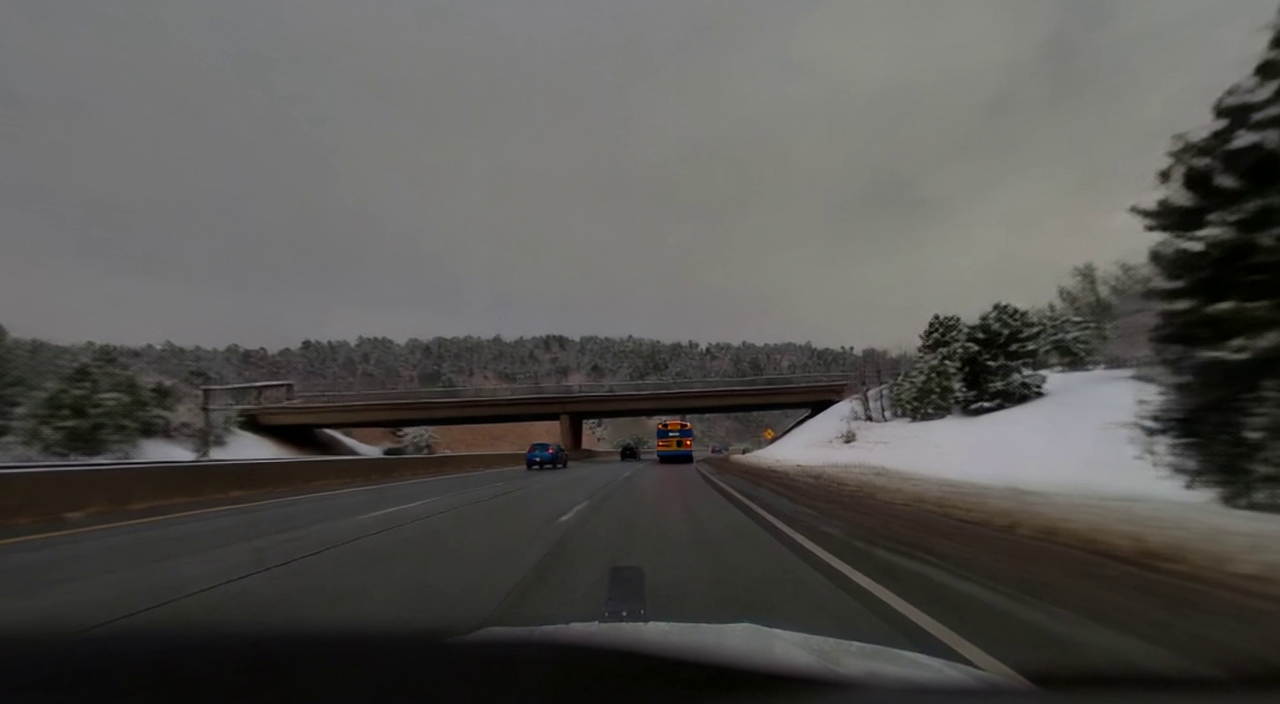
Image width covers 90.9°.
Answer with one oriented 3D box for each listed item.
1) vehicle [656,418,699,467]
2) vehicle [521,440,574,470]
[{"bbox_3d":[2.947,6.886,48.076,2.945,3.295,10.406,-1,-8,4],"label":"vehicle"},{"bbox_3d":[-5.584,6.277,38.690,2.172,1.689,4.625,-1,-8,4],"label":"vehicle"}]
